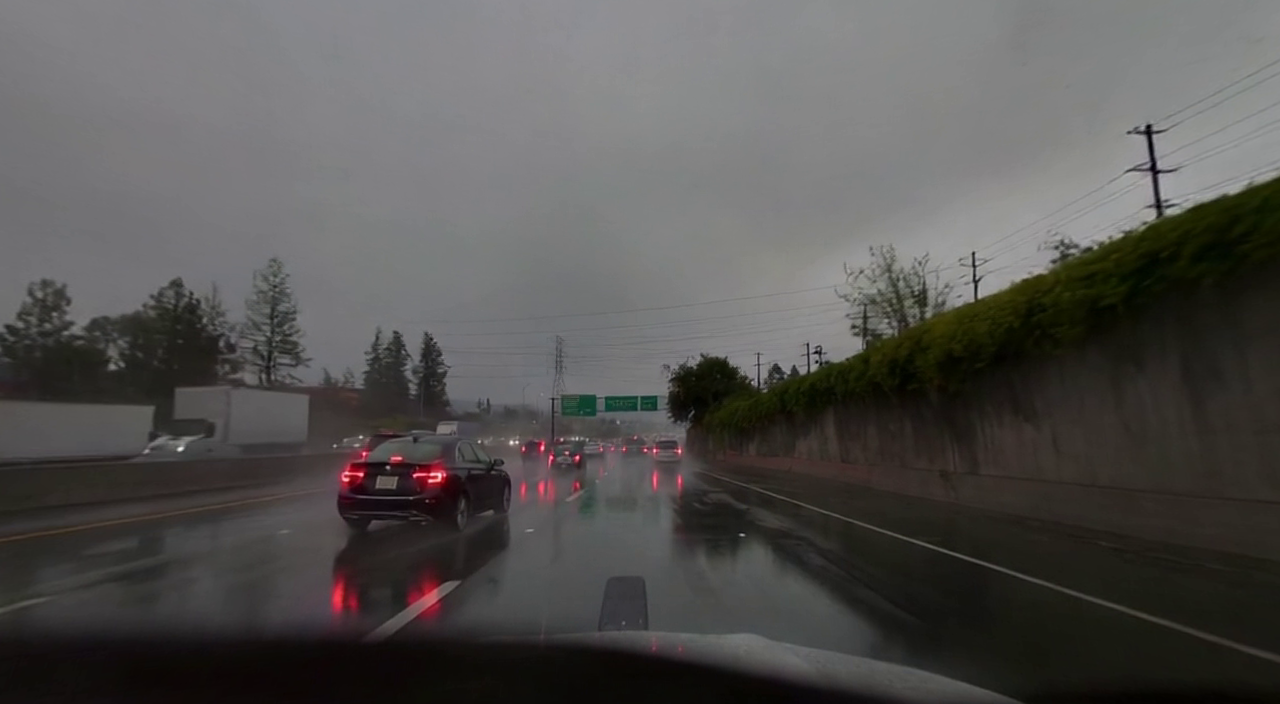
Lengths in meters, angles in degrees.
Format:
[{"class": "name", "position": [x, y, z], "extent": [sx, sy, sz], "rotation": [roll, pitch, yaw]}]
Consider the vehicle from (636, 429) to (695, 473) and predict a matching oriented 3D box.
[{"class": "vehicle", "position": [1.256, 5.284, 33.849], "extent": [2.793, 2.132, 5.682], "rotation": [0, -8, -1]}]

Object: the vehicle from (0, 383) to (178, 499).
[{"class": "vehicle", "position": [-19.880, 2.836, 19.978], "extent": [2.980, 3.309, 9.603], "rotation": [0, -8, 1]}]

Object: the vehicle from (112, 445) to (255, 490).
[{"class": "vehicle", "position": [-16.282, 4.093, 22.809], "extent": [1.887, 1.438, 4.313], "rotation": [0, -8, 1]}]

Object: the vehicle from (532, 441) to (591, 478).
[{"class": "vehicle", "position": [-3.475, 4.850, 28.774], "extent": [2.049, 1.530, 4.707], "rotation": [0, -8, 1]}]

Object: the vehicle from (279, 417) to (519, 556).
[{"class": "vehicle", "position": [-3.470, 2.021, 10.224], "extent": [2.026, 1.719, 4.490], "rotation": [0, -8, 1]}]
